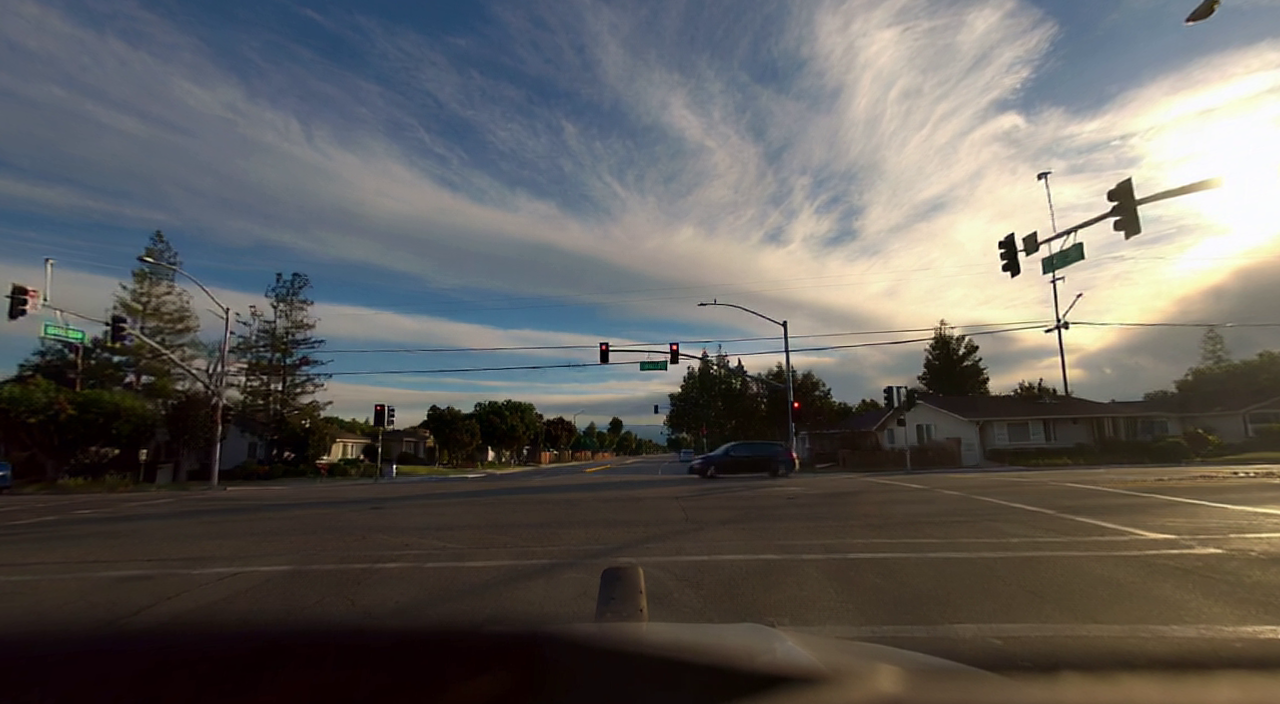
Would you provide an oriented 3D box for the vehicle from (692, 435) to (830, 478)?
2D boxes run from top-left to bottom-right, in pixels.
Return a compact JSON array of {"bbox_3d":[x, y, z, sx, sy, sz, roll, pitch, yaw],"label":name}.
[{"bbox_3d":[4.253,3.741,22.724,4.562,1.460,1.822,0,-8,-1],"label":"vehicle"}]
